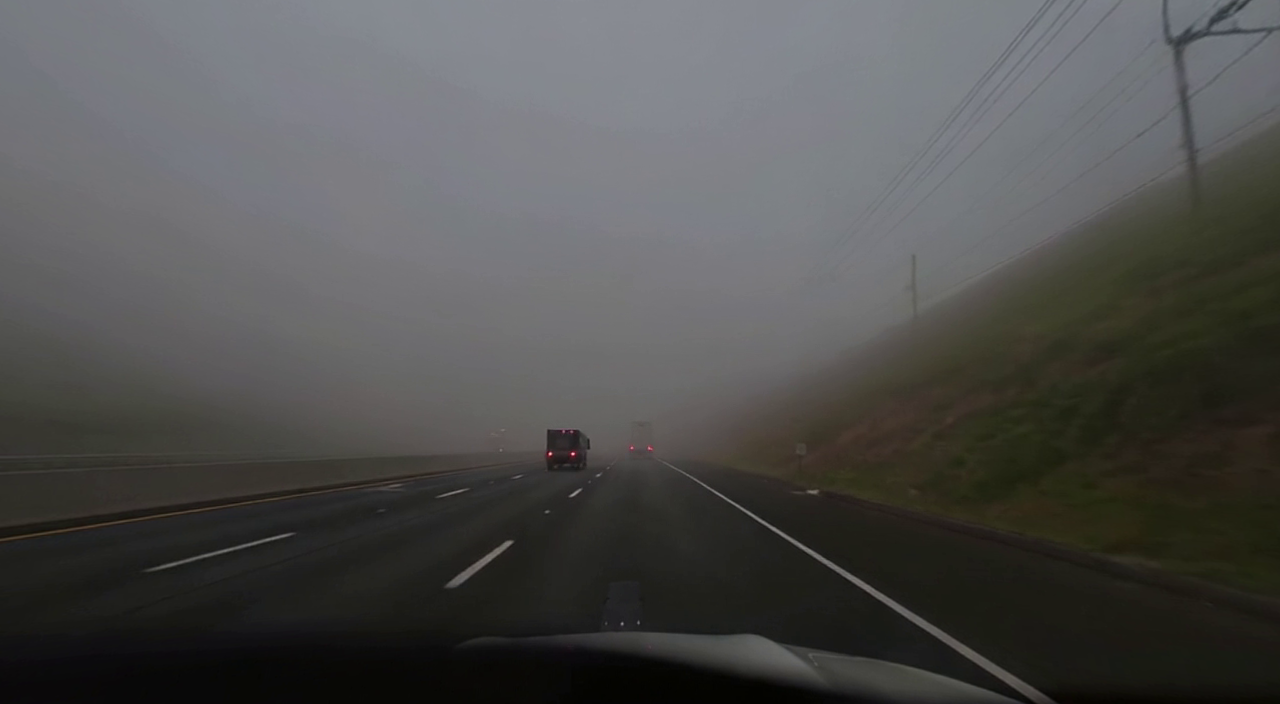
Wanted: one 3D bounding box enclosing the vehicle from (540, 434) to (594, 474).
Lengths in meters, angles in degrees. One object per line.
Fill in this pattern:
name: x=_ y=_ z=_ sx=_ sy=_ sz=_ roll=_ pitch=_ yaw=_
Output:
vehicle: x=-3.773 y=5.388 z=33.389 sx=2.207 sy=1.949 sz=4.911 roll=0 pitch=-9 yaw=1
